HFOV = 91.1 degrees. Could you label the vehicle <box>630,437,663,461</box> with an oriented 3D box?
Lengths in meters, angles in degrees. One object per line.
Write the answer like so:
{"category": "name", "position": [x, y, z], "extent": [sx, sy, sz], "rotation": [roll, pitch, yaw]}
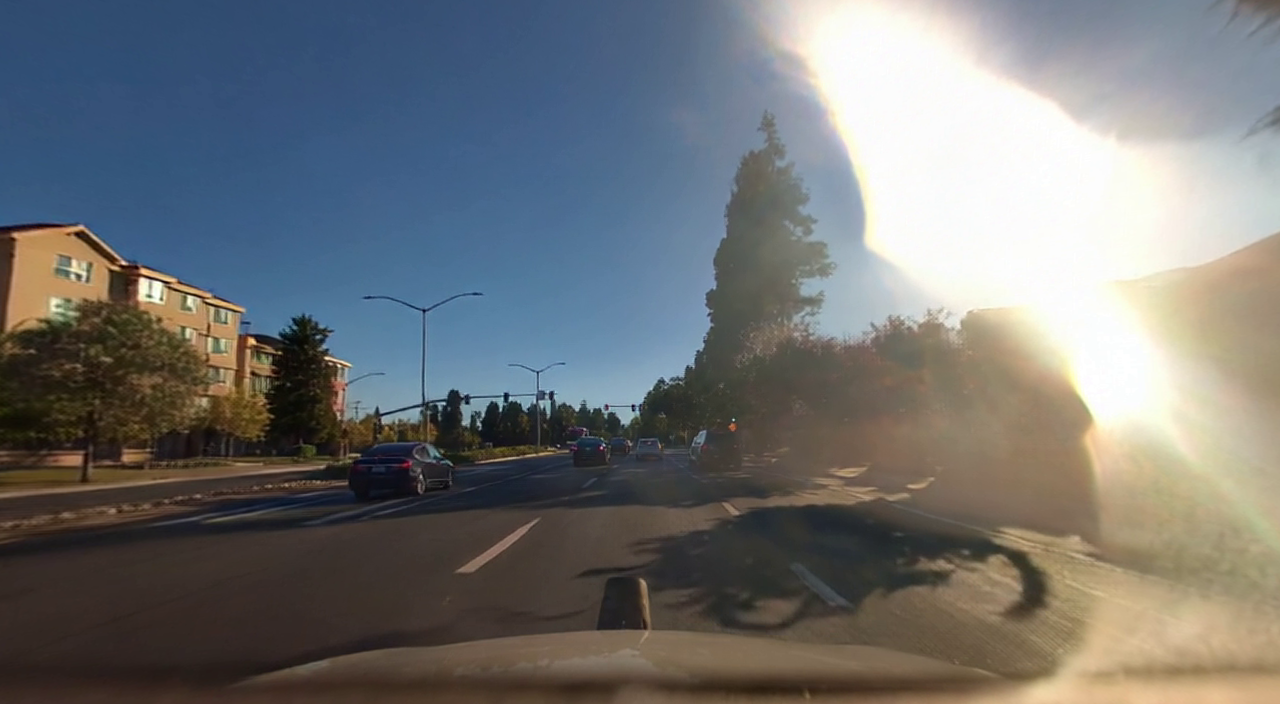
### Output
{"category": "vehicle", "position": [0.406, 6.100, 39.559], "extent": [2.021, 1.461, 3.862], "rotation": [0, -8, 0]}

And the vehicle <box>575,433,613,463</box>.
{"category": "vehicle", "position": [-2.783, 5.899, 38.747], "extent": [1.912, 1.703, 4.261], "rotation": [0, -8, 2]}

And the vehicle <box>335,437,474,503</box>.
{"category": "vehicle", "position": [-5.927, 3.012, 16.504], "extent": [1.926, 1.465, 4.620], "rotation": [0, -8, -1]}

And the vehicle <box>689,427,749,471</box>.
{"category": "vehicle", "position": [3.540, 4.480, 29.129], "extent": [2.141, 1.833, 4.704], "rotation": [0, -8, 0]}
